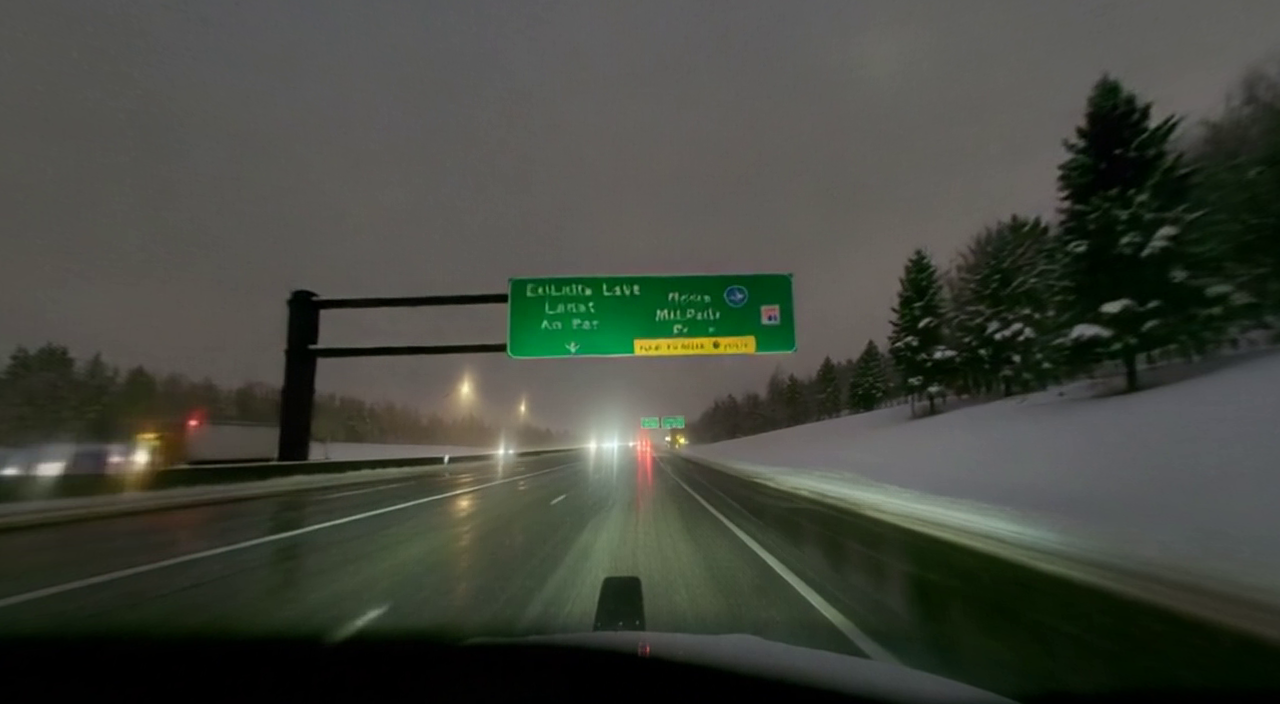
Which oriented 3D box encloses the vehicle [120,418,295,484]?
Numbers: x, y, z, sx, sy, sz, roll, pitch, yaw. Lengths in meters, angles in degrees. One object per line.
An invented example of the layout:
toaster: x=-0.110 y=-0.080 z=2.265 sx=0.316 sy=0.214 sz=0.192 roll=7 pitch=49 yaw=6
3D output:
vehicle: x=-27.784 y=6.494 z=41.624 sx=3.007 sy=3.740 sz=11.544 roll=0 pitch=-9 yaw=2

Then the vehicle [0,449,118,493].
vehicle: x=-24.399 y=4.828 z=25.939 sx=1.946 sy=1.620 sz=4.287 roll=-1 pitch=-9 yaw=2
